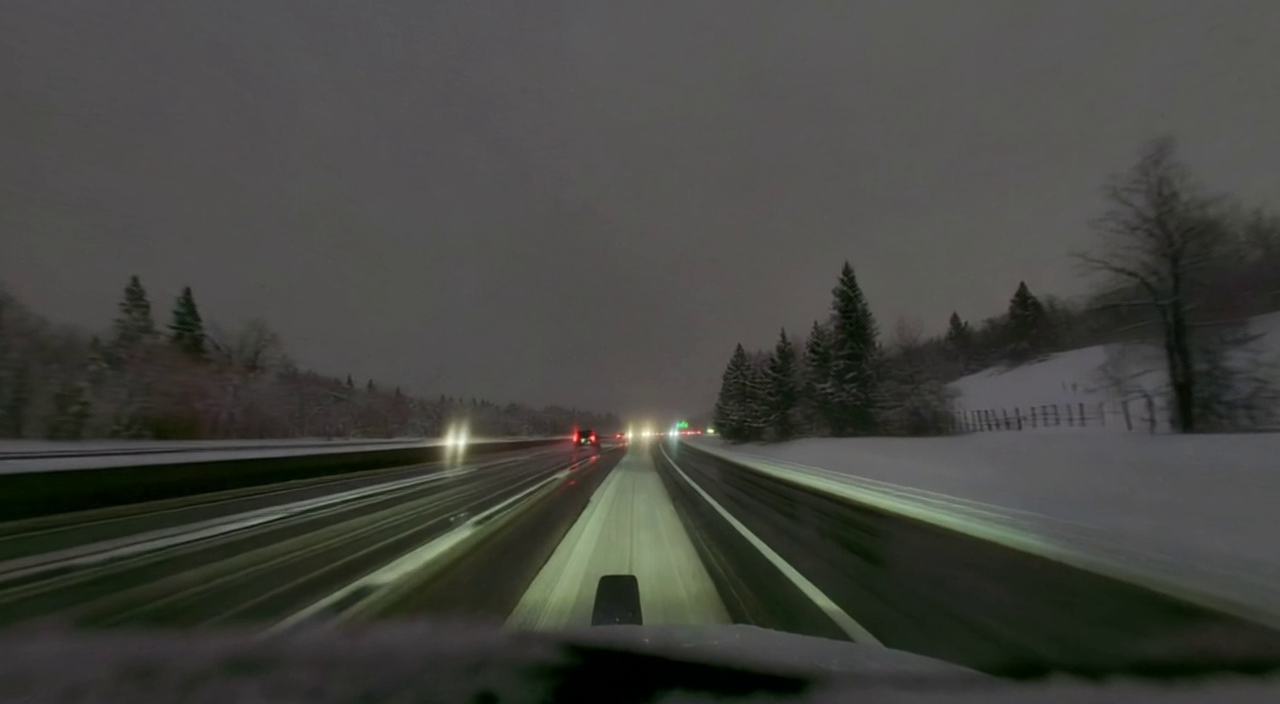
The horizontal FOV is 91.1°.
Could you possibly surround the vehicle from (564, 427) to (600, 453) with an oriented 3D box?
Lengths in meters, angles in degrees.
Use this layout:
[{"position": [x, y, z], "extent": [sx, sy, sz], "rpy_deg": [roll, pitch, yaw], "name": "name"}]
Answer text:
[{"position": [-3.966, 6.087, 43.477], "extent": [1.980, 1.721, 4.419], "rpy_deg": [0, -8, 1], "name": "vehicle"}]
